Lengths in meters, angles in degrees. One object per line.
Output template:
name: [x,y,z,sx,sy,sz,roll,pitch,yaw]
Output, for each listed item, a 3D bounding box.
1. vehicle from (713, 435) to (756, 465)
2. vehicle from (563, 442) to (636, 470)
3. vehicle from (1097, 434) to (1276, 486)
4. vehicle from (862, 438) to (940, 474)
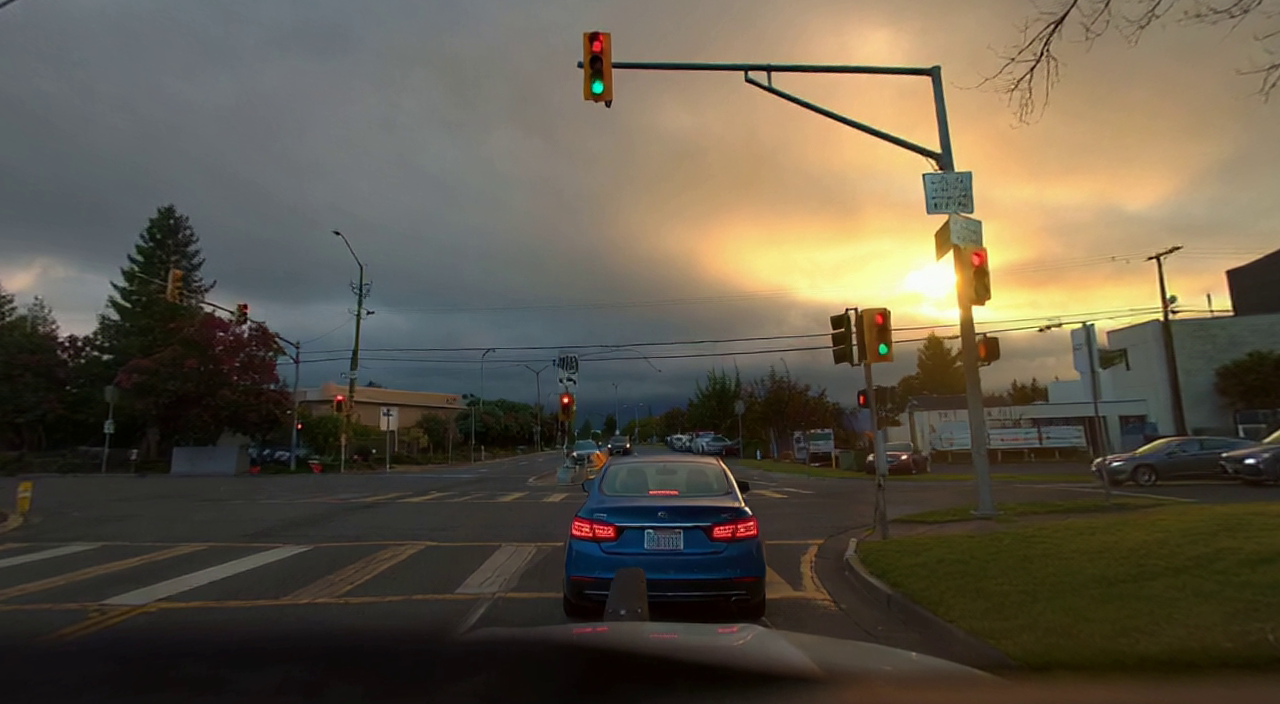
vehicle: [6.917,7.150,46.186,1.491,2.041,2.964,6,-9,-34]
vehicle: [-2.436,6.151,37.552,3.991,1.526,1.868,-4,-9,30]
vehicle: [16.796,3.321,19.517,3.876,1.512,1.784,0,-8,-1]
vehicle: [12.394,5.035,30.248,1.922,1.529,3.964,0,-12,-1]
